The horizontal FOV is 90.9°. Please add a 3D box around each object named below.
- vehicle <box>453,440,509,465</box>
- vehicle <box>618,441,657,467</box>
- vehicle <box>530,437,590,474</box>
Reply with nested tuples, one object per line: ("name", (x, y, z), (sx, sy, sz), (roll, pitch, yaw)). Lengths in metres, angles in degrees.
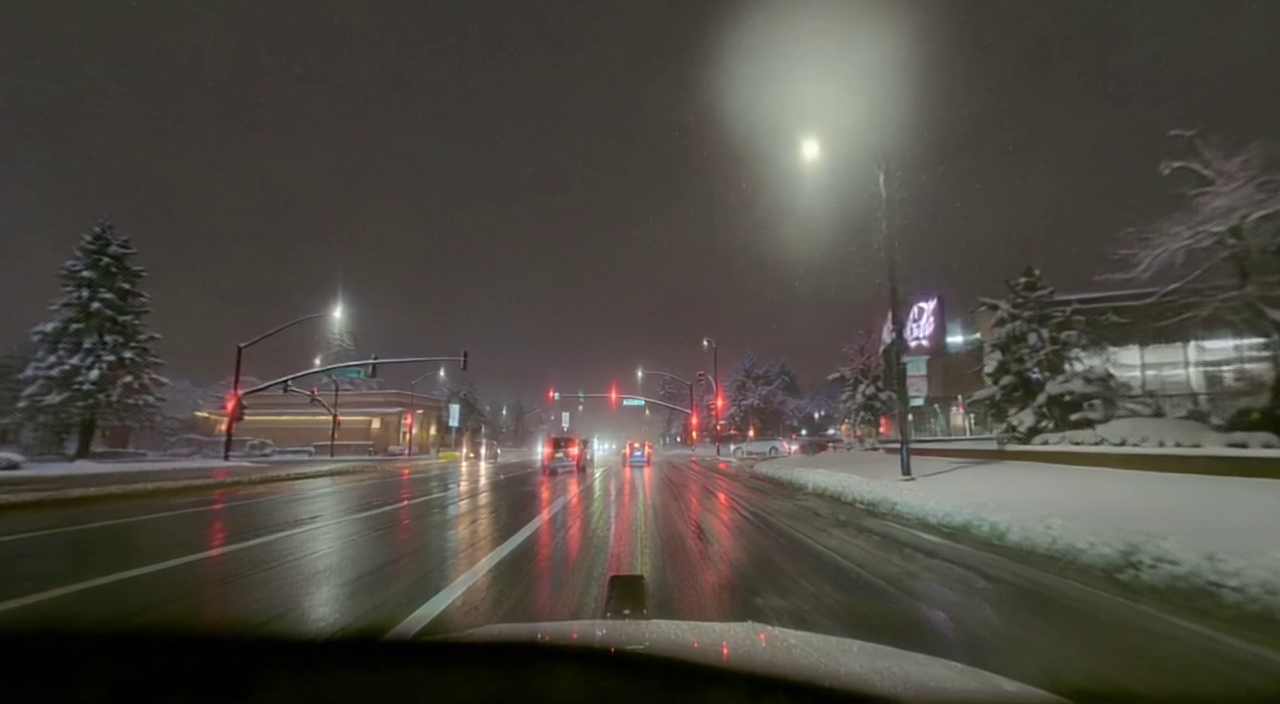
("vehicle", (-9.770, 6.204, 39.091), (2.096, 1.474, 4.585), (0, -8, 3))
("vehicle", (-0.092, 6.170, 38.438), (2.258, 1.507, 3.896), (-1, -8, 2))
("vehicle", (-3.437, 4.529, 27.800), (2.029, 1.517, 4.375), (0, -8, 1))
